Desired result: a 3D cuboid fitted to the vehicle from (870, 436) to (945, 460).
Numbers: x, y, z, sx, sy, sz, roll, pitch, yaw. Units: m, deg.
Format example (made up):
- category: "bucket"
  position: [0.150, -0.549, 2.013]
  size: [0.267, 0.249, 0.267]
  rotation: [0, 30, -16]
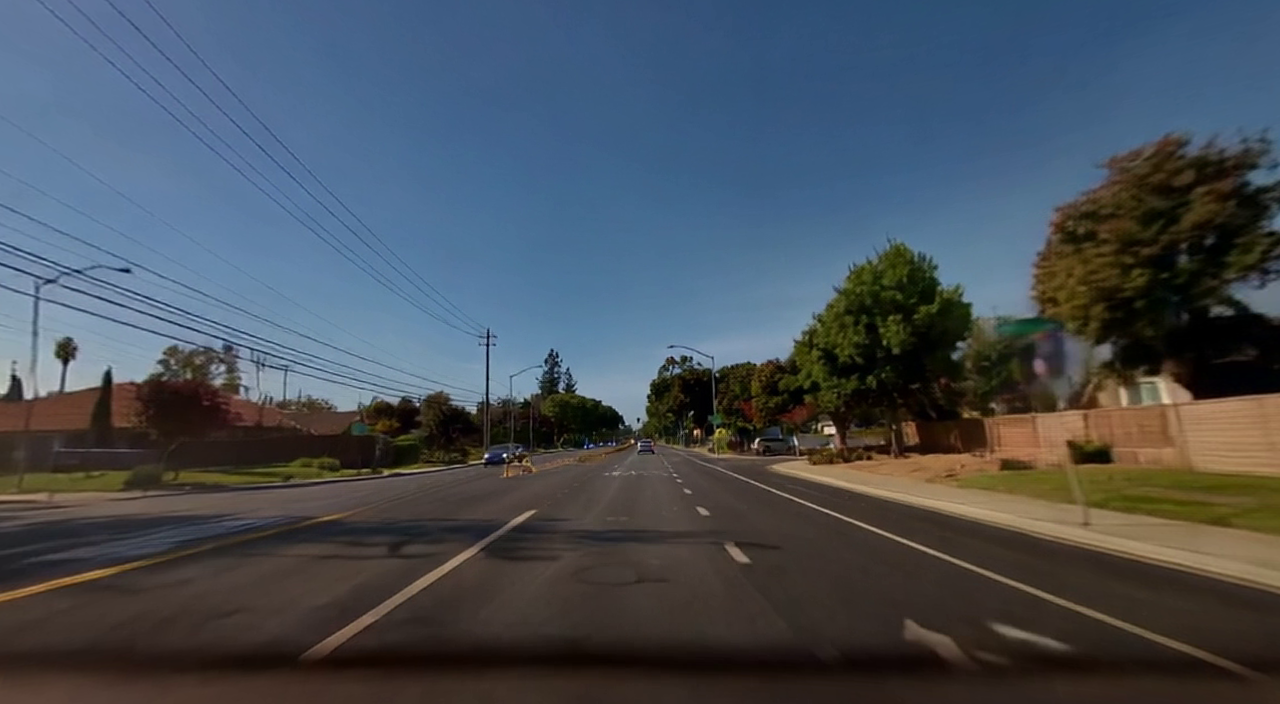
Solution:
- category: "vehicle"
  position: [20.671, 7.416, 48.599]
  size: [4.849, 1.470, 2.041]
  rotation: [-3, -7, -8]
